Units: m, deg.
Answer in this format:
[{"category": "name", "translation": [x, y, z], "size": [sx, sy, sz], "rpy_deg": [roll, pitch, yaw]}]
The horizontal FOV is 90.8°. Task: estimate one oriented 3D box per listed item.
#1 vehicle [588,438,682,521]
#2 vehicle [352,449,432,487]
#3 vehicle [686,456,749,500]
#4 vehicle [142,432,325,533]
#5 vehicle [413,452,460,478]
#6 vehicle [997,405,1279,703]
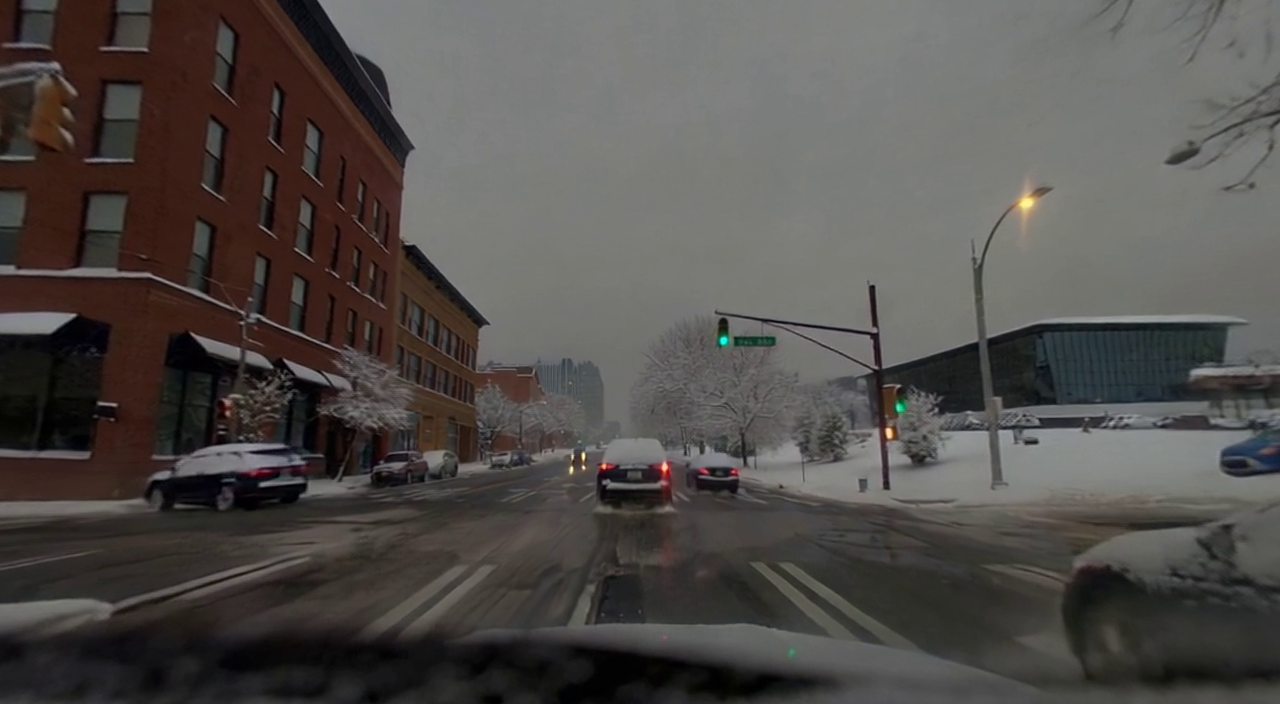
[{"category": "vehicle", "translation": [-0.168, 3.216, 16.583], "size": [2.105, 1.842, 4.537], "rpy_deg": [0, -9, -1]}, {"category": "vehicle", "translation": [-14.255, 6.669, 36.763], "size": [2.191, 2.011, 5.556], "rpy_deg": [0, -8, 2]}, {"category": "vehicle", "translation": [2.884, 4.799, 24.390], "size": [1.852, 1.462, 4.155], "rpy_deg": [0, -9, -1]}, {"category": "vehicle", "translation": [-8.782, 2.671, 13.543], "size": [4.244, 1.812, 1.855], "rpy_deg": [-7, -11, 38]}, {"category": "vehicle", "translation": [-14.273, 7.917, 44.594], "size": [1.891, 1.659, 4.360], "rpy_deg": [0, -9, 0]}, {"category": "vehicle", "translation": [3.226, 0.838, 1.488], "size": [2.026, 1.499, 4.662], "rpy_deg": [0, -8, 0]}]
